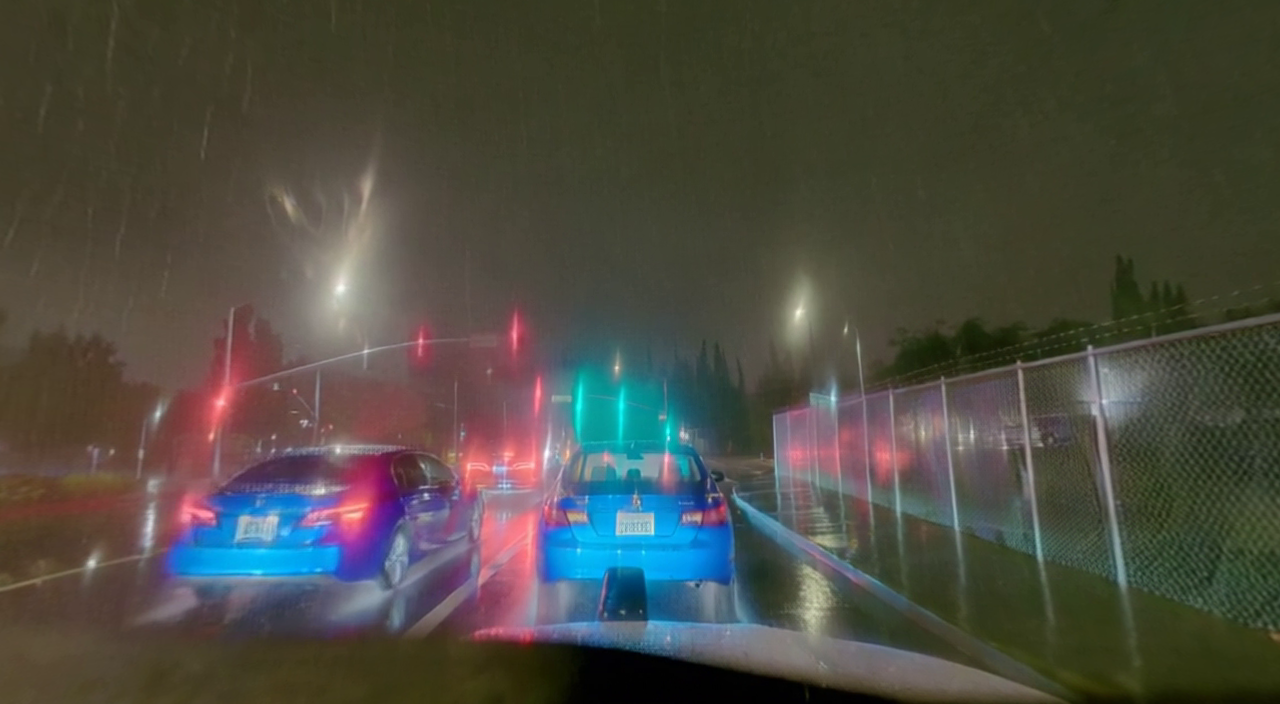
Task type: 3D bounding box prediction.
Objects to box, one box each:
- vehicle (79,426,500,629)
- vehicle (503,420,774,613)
[{"bbox_3d":[-3.149,1.657,7.045,1.971,1.488,4.581,0,-9,2],"label":"vehicle"},{"bbox_3d":[-0.018,1.616,7.081,2.144,1.514,4.063,0,-9,0],"label":"vehicle"}]
